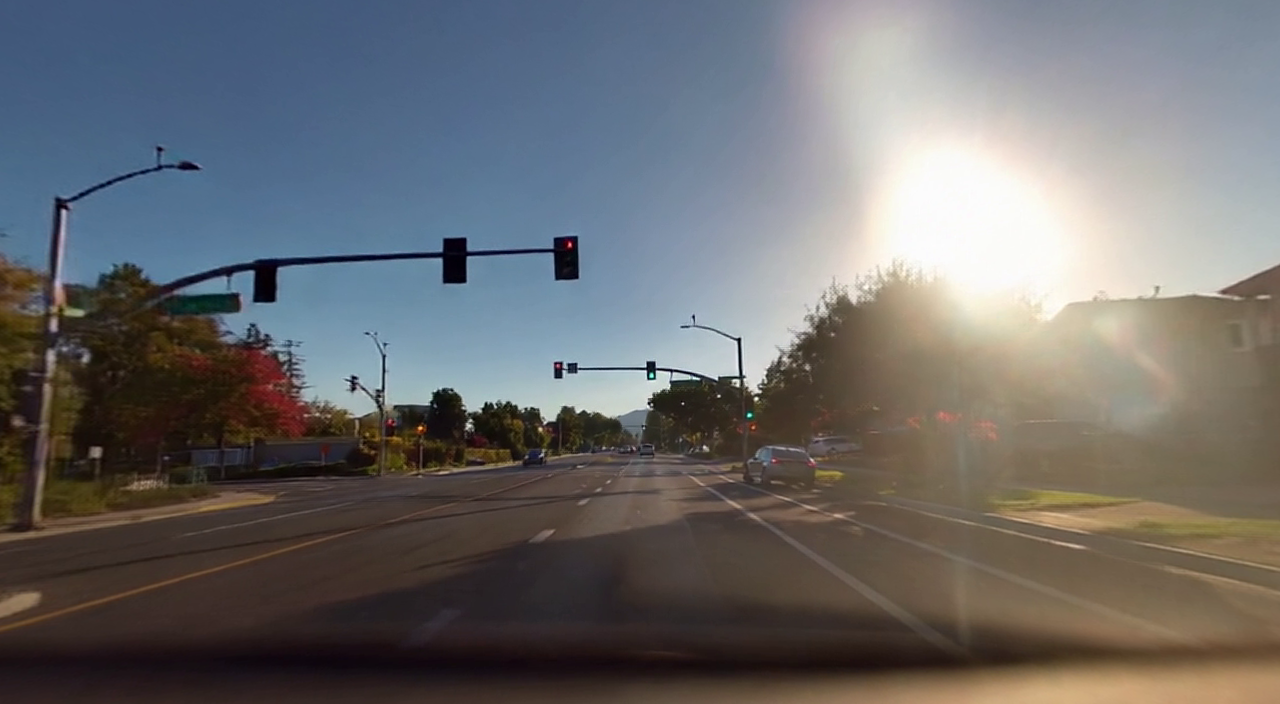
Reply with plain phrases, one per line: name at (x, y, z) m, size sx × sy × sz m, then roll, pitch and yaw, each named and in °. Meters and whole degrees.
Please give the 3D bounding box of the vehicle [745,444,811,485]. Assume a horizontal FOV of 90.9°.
vehicle at (5.734, 4.710, 26.669) m, size 1.950 × 1.567 × 4.083 m, roll 0°, pitch -9°, yaw 1°

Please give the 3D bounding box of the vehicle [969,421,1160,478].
vehicle at (13.379, 3.115, 20.136) m, size 4.474 × 1.710 × 2.148 m, roll 0°, pitch -9°, yaw 1°

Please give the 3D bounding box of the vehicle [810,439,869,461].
vehicle at (14.918, 7.346, 47.239) m, size 3.769 × 1.598 × 1.987 m, roll 0°, pitch -9°, yaw 2°
